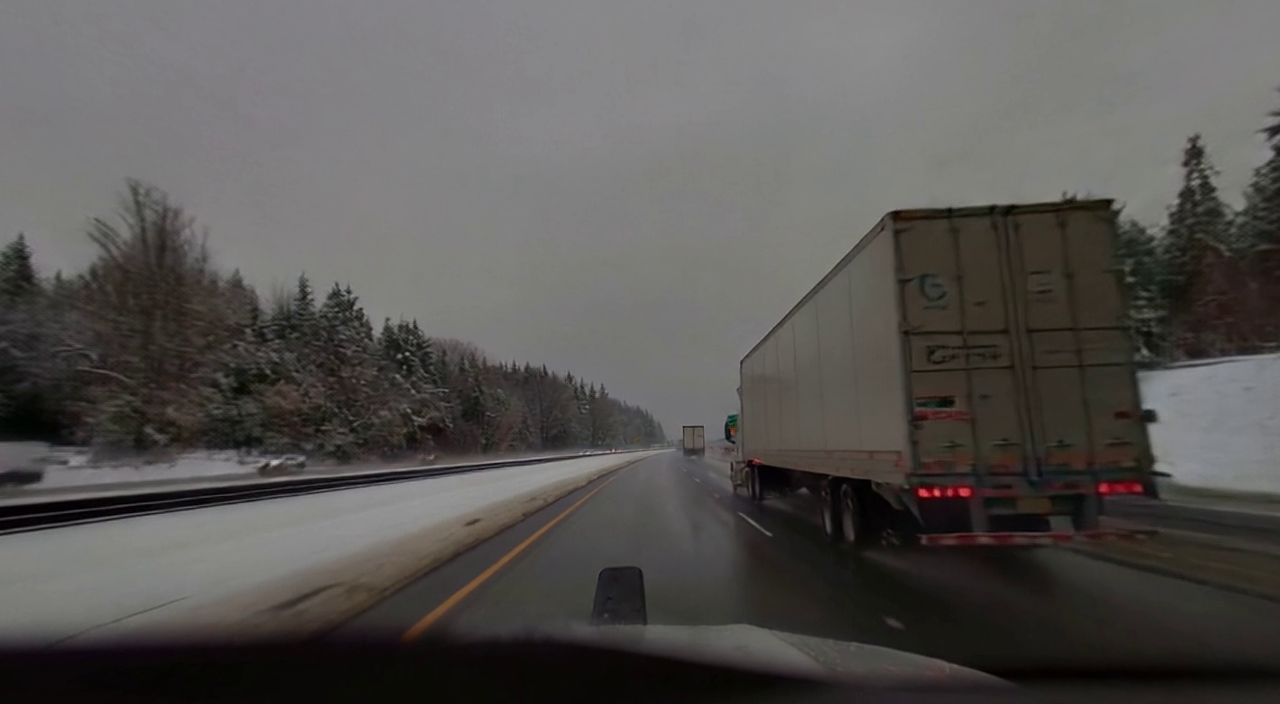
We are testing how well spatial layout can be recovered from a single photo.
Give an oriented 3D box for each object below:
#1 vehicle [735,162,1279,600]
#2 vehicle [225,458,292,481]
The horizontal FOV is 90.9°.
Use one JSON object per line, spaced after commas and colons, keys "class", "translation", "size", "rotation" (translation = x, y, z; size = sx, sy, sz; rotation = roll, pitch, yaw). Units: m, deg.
{"class": "vehicle", "translation": [4.406, 1.245, 12.644], "size": [2.859, 3.984, 14.045], "rotation": [0, -9, 0]}
{"class": "vehicle", "translation": [-26.476, 8.137, 43.877], "size": [1.793, 1.433, 4.368], "rotation": [0, -9, 2]}
